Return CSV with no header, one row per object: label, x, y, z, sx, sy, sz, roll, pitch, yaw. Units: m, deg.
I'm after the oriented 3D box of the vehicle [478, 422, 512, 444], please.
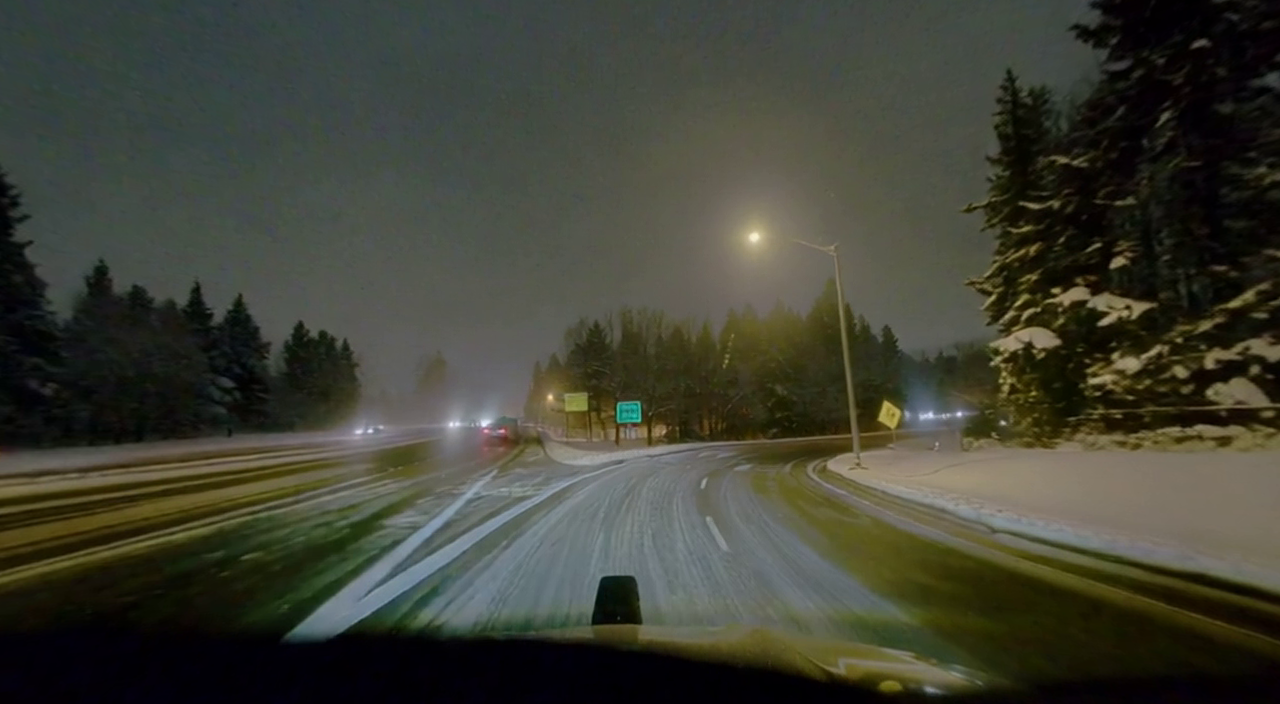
vehicle,-10.457,5.927,45.867,2.108,1.472,4.099,2,-8,-9
